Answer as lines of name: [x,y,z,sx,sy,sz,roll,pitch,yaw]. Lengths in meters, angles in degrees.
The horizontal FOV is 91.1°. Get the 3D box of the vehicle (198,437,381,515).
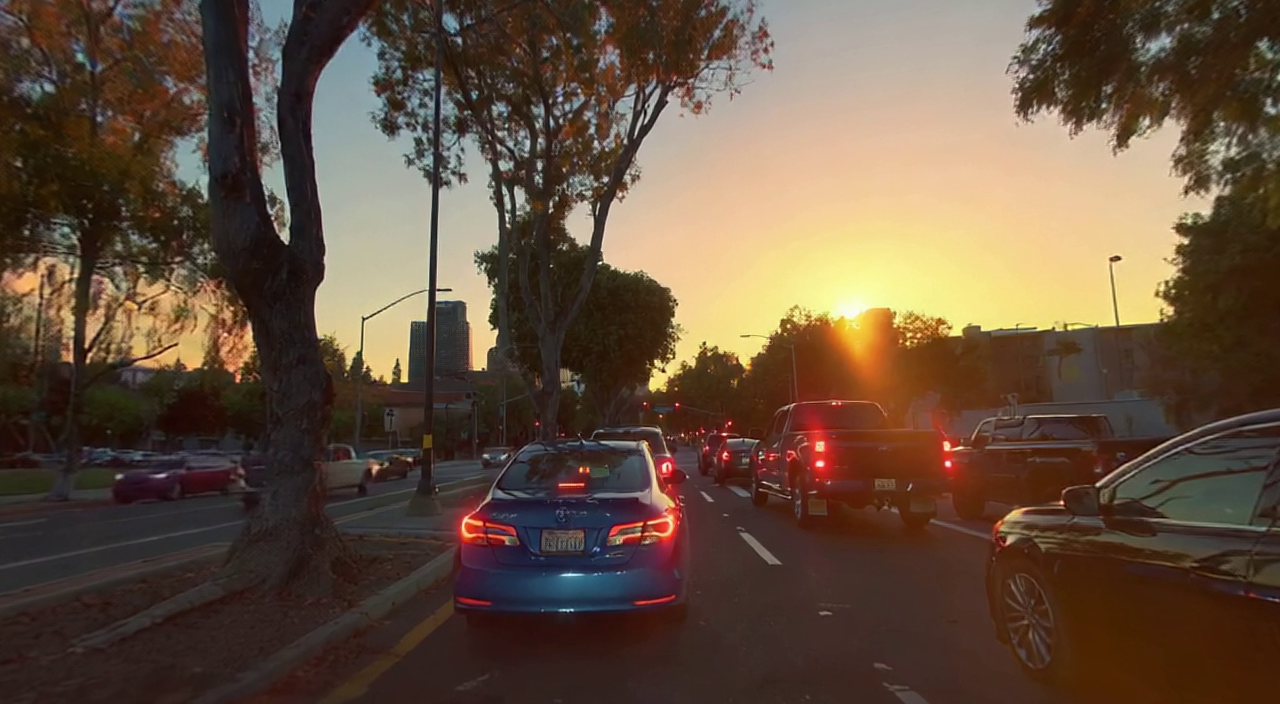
vehicle: [-8.816,3.116,16.409,1.986,1.712,4.686,0,-9,1]

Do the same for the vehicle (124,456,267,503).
vehicle: [-16.460,4.689,23.587,1.921,1.499,4.566,0,-9,2]

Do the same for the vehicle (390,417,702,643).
vehicle: [-0.581,1.504,6.331,2.111,1.506,4.018,0,-9,2]

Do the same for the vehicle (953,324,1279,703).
vehicle: [3.160,0.763,2.079,1.982,1.709,4.427,0,-9,1]

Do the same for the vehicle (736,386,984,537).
vehicle: [3.517,1.959,11.710,2.444,2.098,5.766,0,-9,-1]
